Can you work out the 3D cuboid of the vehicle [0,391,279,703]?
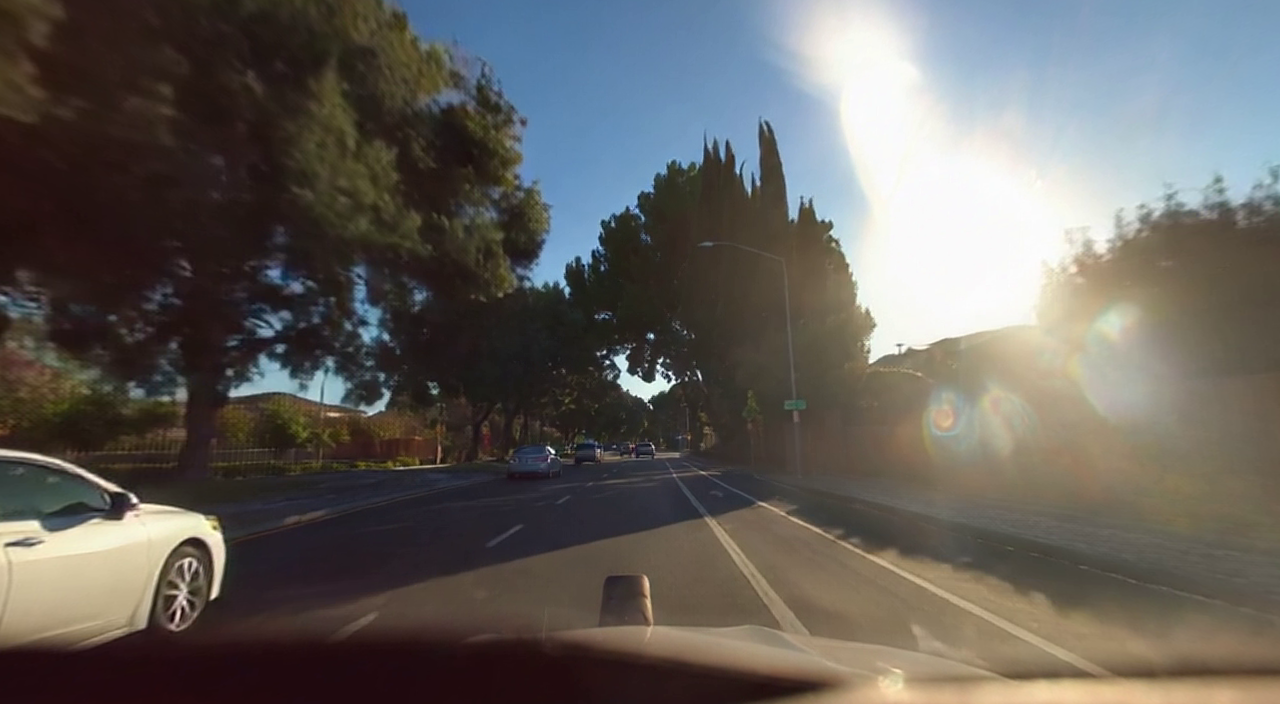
[{"bbox_3d":[-4.014,0.903,2.503,2.190,1.545,4.943,0,-8,1],"label":"vehicle"}]

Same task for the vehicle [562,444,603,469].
[{"bbox_3d":[-3.593,6.669,40.474,2.110,1.529,4.743,0,-8,1],"label":"vehicle"}]

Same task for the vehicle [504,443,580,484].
[{"bbox_3d":[-3.785,4.406,25.295,2.188,1.473,4.651,0,-8,2],"label":"vehicle"}]
